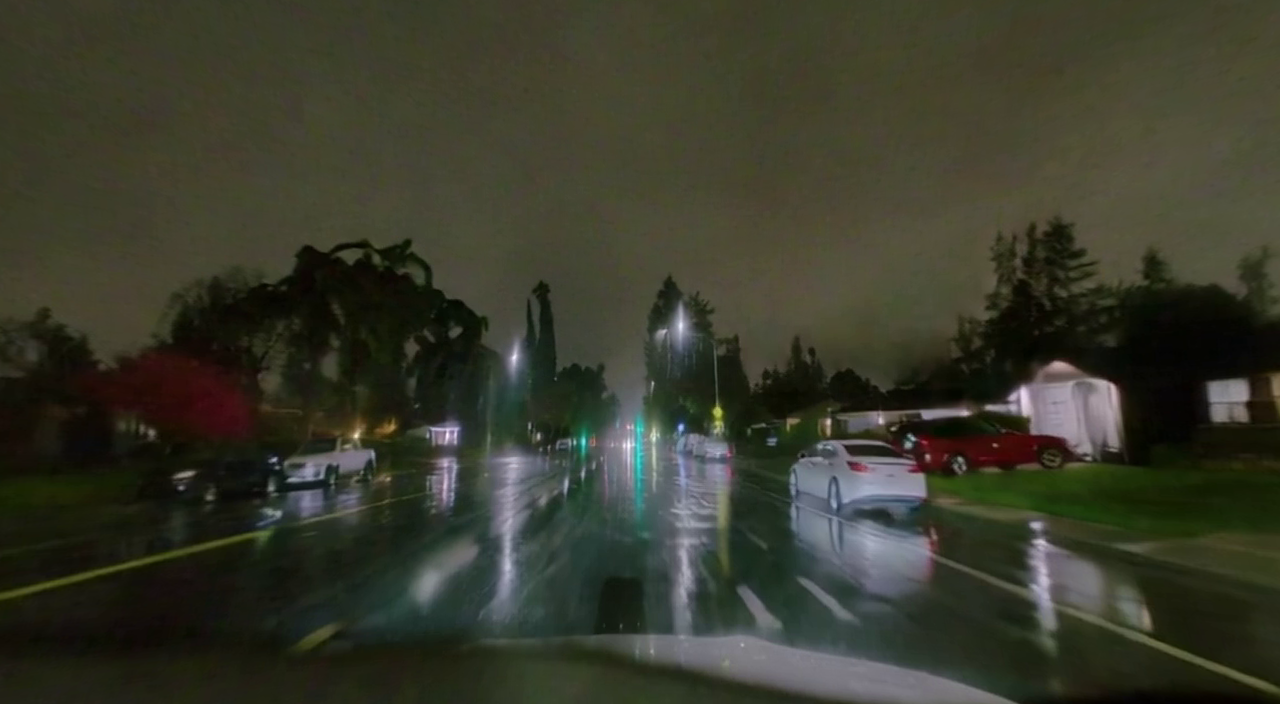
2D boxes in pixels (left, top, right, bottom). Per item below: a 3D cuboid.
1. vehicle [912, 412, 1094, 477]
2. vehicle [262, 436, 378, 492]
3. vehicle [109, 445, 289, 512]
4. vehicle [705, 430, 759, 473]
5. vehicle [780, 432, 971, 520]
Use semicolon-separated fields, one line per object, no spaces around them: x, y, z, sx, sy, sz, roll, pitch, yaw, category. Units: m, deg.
12.323;3.159;21.730;4.825;1.675;2.184;-5;-7;-2;vehicle
-12.619;4.406;25.339;2.075;1.917;4.984;-2;-8;0;vehicle
-12.581;3.645;18.513;1.925;1.498;4.850;-5;-10;-2;vehicle
4.395;4.797;31.003;2.074;1.838;5.402;1;-7;3;vehicle
4.666;2.499;13.542;2.035;1.498;4.910;0;-8;-2;vehicle
